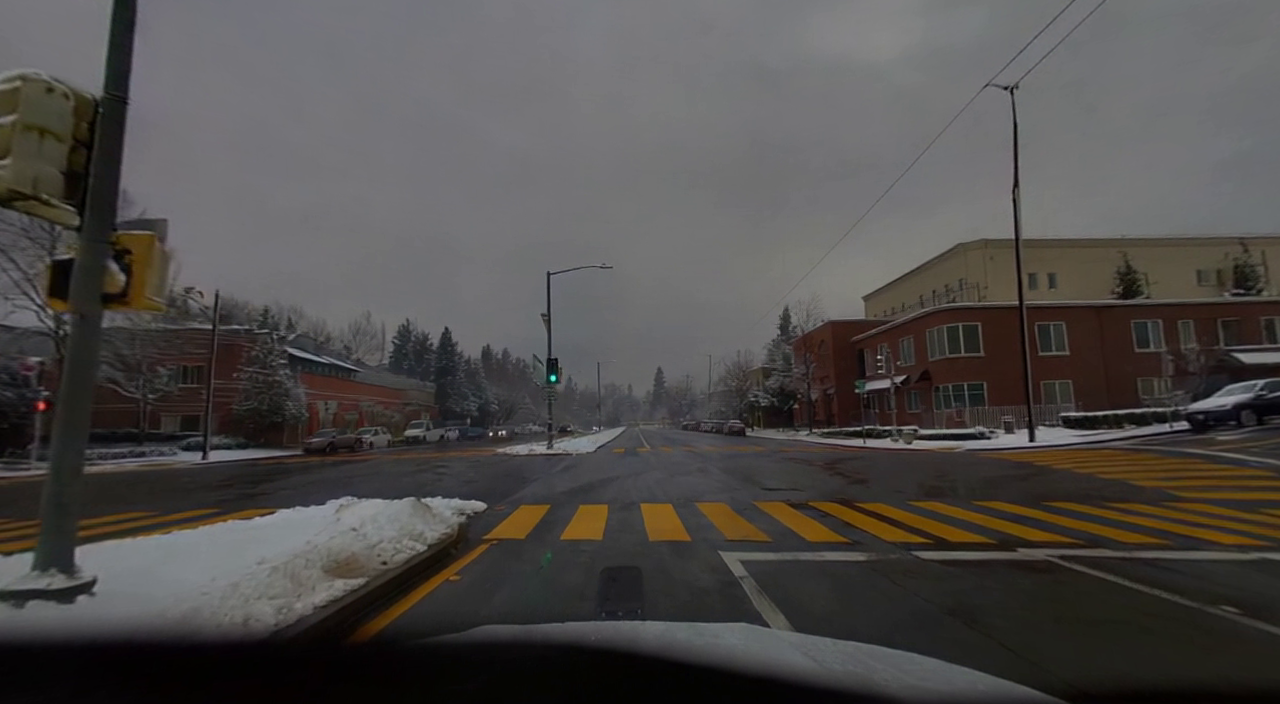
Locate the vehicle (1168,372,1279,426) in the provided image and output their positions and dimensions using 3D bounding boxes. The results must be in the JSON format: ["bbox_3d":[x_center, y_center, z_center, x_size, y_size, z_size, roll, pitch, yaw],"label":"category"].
[{"bbox_3d":[22.344,1.655,23.055,4.531,1.753,1.964,-2,-2,-5],"label":"vehicle"}]

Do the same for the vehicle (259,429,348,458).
[{"bbox_3d":[-18.083,4.979,34.305,1.939,1.430,5.533,0,-9,-2],"label":"vehicle"}]

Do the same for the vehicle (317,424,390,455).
[{"bbox_3d":[-18.288,5.662,40.638,2.225,1.871,5.189,0,-9,0],"label":"vehicle"}]
